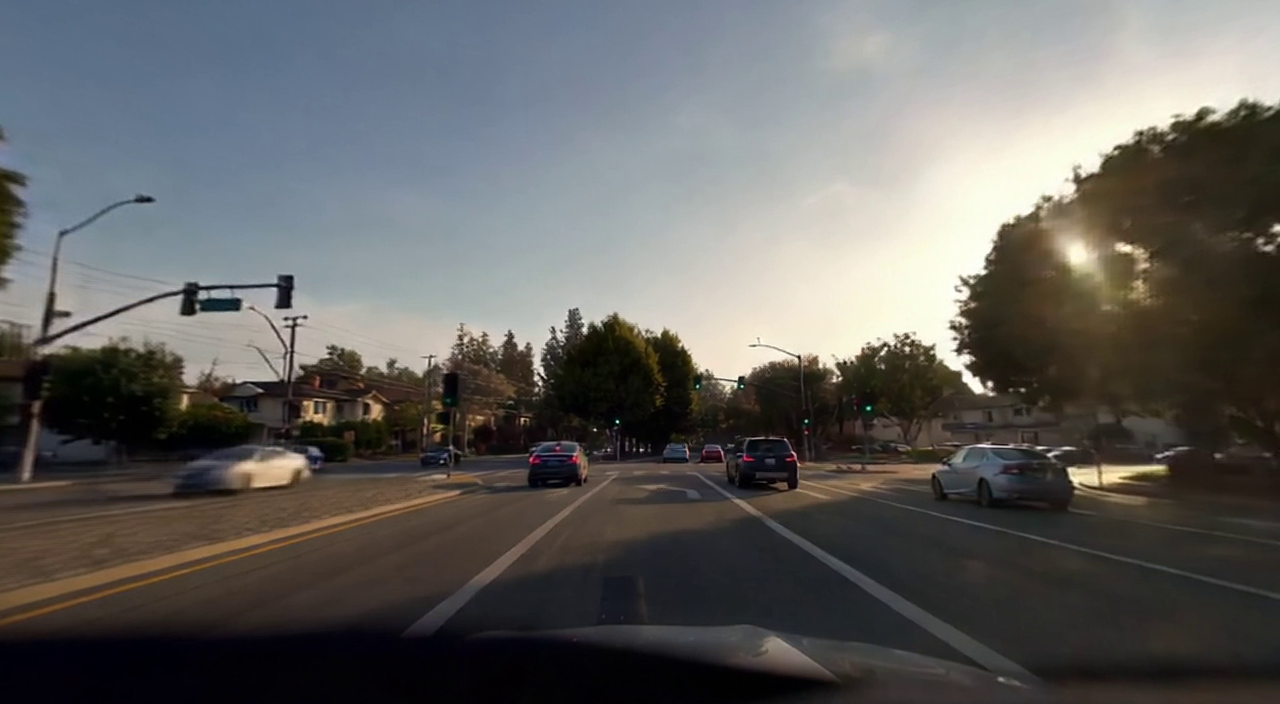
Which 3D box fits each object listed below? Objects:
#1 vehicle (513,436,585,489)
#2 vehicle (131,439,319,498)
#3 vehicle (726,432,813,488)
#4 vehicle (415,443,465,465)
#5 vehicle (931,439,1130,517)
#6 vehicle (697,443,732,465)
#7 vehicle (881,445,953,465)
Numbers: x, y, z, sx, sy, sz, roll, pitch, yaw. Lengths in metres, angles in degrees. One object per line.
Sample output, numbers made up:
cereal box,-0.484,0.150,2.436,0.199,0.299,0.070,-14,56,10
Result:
vehicle,-3.332,4.144,24.103,2.258,1.812,4.650,0,-9,-2
vehicle,-11.681,3.283,18.284,2.261,1.477,4.490,0,-9,2
vehicle,4.537,3.865,22.900,2.209,1.813,4.724,0,-8,1
vehicle,-13.992,7.148,44.376,1.794,1.440,4.351,-1,-9,4
vehicle,8.550,2.766,14.365,1.949,1.492,4.103,0,-9,1
vehicle,5.178,7.140,44.466,2.064,1.474,4.389,0,-9,2
vehicle,21.225,7.902,48.485,4.816,1.443,1.949,3,-9,-16
